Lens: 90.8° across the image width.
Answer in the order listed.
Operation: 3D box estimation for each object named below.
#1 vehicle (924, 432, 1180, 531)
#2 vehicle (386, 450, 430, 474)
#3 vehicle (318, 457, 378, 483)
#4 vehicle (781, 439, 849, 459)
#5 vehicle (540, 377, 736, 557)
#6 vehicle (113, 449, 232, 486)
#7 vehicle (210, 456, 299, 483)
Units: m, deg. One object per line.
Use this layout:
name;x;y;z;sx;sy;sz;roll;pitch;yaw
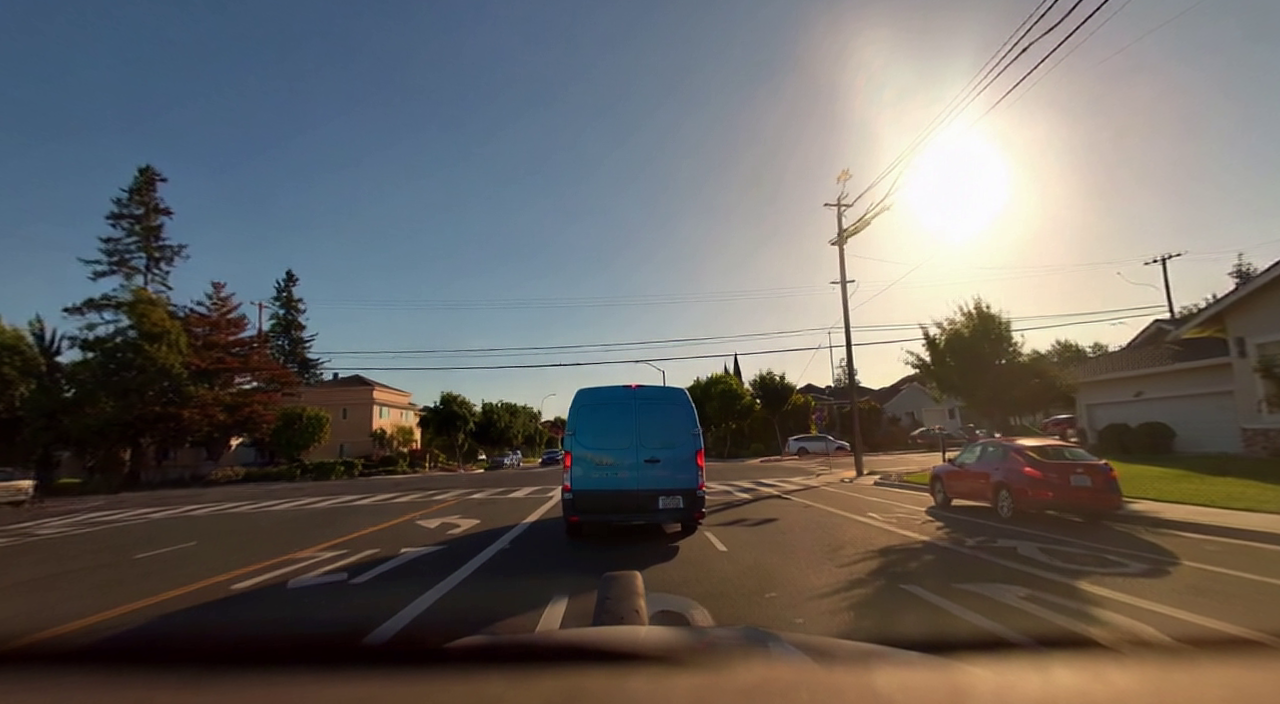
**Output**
vehicle;7.358;2.327;11.953;1.883;1.504;4.220;0;-9;-2
vehicle;-17.919;8.477;48.960;1.841;1.769;4.105;0;-9;0
vehicle;-18.342;7.433;39.903;1.816;1.445;4.120;0;-9;1
vehicle;12.996;7.221;47.010;4.483;1.463;1.805;0;-9;0
vehicle;-0.166;1.734;10.079;2.342;2.142;4.809;0;-9;-4
vehicle;-26.855;6.624;36.449;5.026;2.017;2.215;0;-9;-1
vehicle;-27.295;8.344;44.851;4.972;1.776;2.057;0;-9;-1
